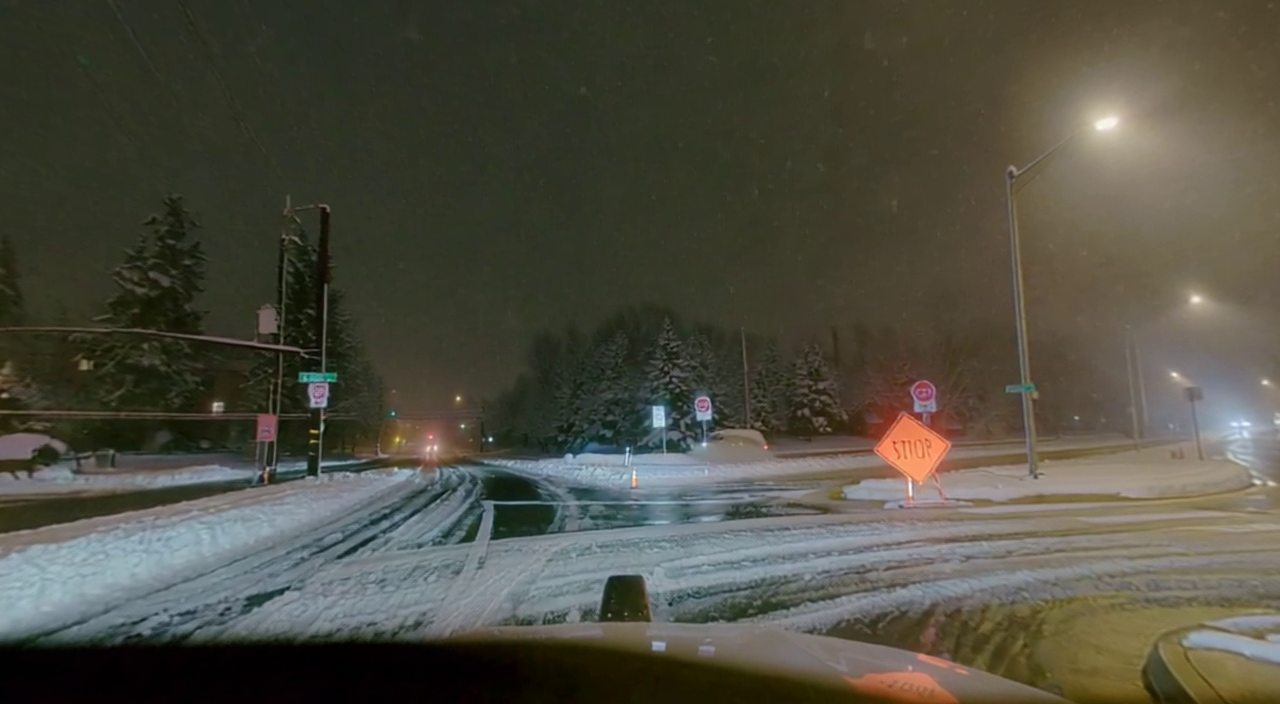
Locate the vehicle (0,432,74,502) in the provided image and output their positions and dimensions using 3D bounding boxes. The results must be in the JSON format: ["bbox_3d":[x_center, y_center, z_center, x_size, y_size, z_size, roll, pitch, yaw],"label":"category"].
[{"bbox_3d":[-17.352,3.151,17.577,2.159,1.734,4.292,8,-12,-41],"label":"vehicle"}]

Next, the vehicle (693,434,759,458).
[{"bbox_3d":[6.179,6.797,45.469,4.302,1.628,1.957,1,-9,-7],"label":"vehicle"}]
